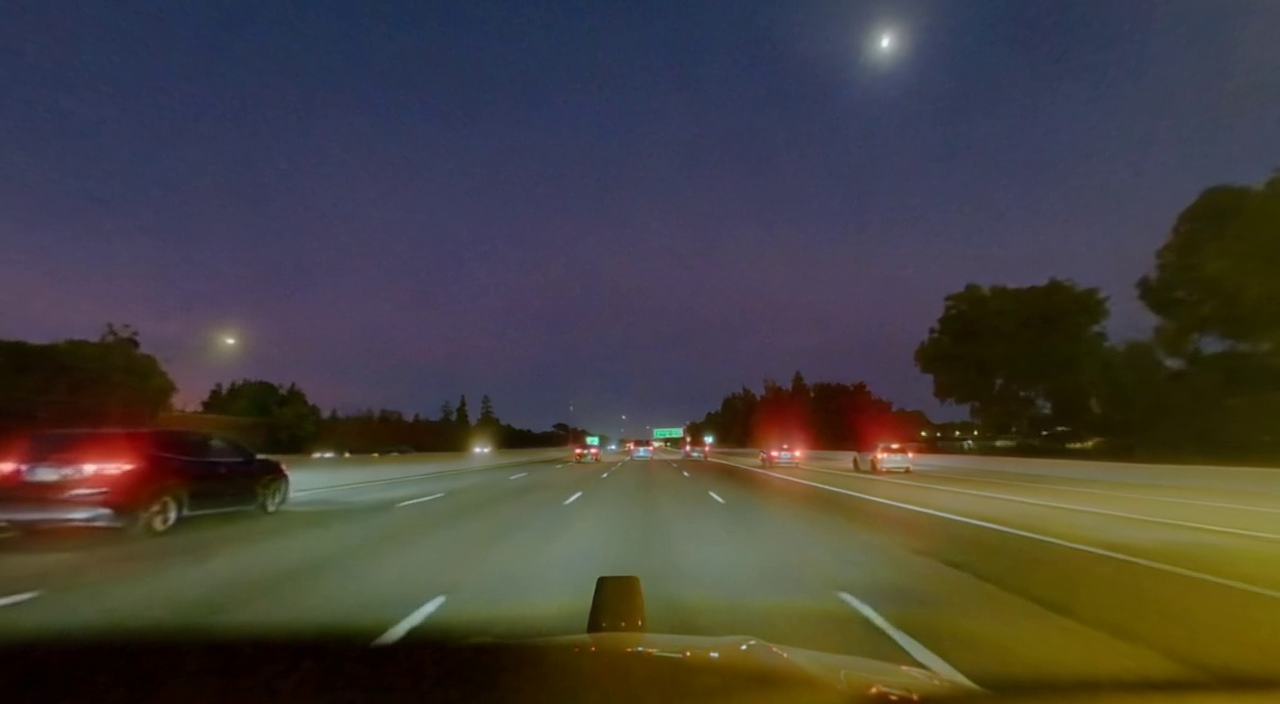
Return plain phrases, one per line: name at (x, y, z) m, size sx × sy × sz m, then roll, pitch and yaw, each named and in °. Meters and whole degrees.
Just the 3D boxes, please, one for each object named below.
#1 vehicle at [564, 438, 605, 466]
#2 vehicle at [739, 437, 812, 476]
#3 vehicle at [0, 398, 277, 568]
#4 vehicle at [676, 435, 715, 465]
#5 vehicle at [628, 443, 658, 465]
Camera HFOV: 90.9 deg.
vehicle at (-3.544, 6.515, 41.250) m, size 2.118 × 1.750 × 4.875 m, roll 0°, pitch -8°, yaw 1°
vehicle at (6.165, 4.793, 29.272) m, size 2.196 × 1.659 × 4.451 m, roll 0°, pitch -8°, yaw -3°
vehicle at (-7.841, 1.722, 8.942) m, size 2.199 × 1.781 × 5.271 m, roll 0°, pitch -8°, yaw 1°
vehicle at (3.935, 7.038, 45.538) m, size 2.348 × 1.991 × 5.460 m, roll 0°, pitch -8°, yaw 0°
vehicle at (0.251, 7.390, 45.839) m, size 2.050 × 1.452 × 3.917 m, roll 0°, pitch -8°, yaw 1°
